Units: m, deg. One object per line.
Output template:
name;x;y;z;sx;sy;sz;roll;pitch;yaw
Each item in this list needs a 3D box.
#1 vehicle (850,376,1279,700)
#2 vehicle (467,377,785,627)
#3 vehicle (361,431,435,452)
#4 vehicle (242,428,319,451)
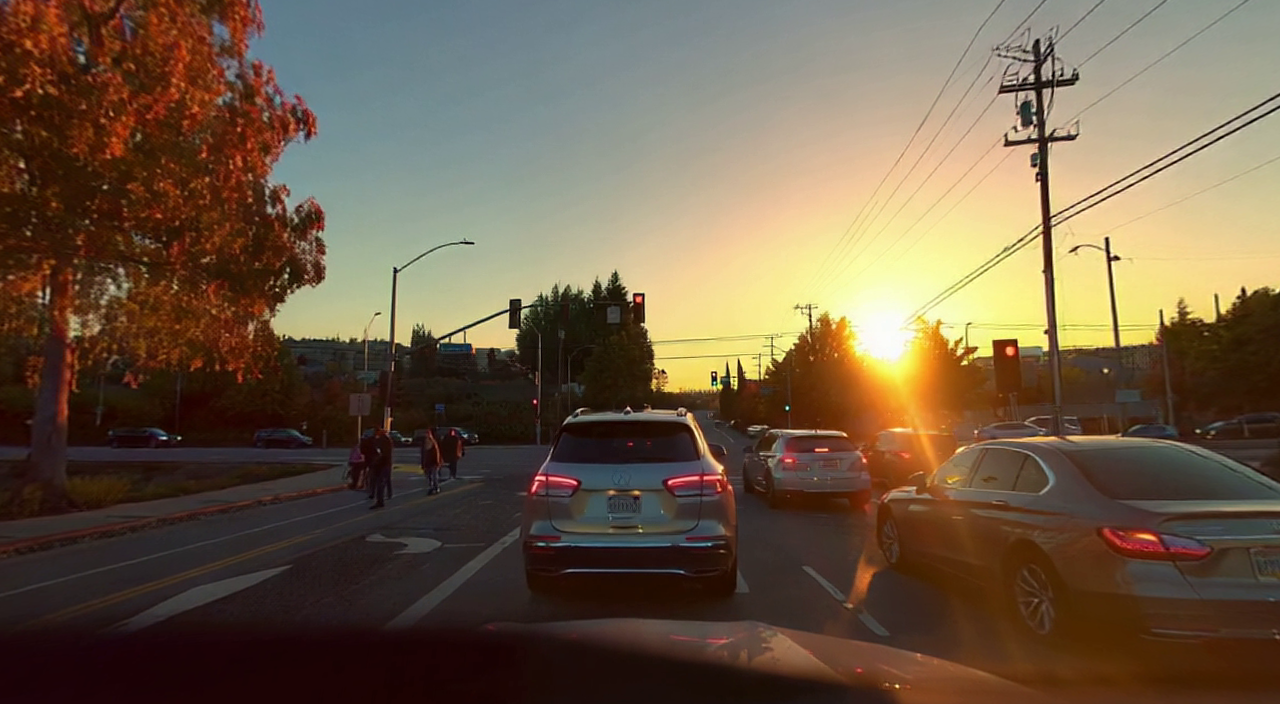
vehicle;3.552;1.287;5.559;1.948;1.677;4.437;0;-8;1
vehicle;-0.150;1.395;6.831;2.271;1.786;4.443;0;-8;-1
vehicle;-17.748;6.561;46.359;4.607;1.478;1.995;0;-8;0
vehicle;-26.835;6.535;47.209;4.587;1.639;1.878;0;-8;1
